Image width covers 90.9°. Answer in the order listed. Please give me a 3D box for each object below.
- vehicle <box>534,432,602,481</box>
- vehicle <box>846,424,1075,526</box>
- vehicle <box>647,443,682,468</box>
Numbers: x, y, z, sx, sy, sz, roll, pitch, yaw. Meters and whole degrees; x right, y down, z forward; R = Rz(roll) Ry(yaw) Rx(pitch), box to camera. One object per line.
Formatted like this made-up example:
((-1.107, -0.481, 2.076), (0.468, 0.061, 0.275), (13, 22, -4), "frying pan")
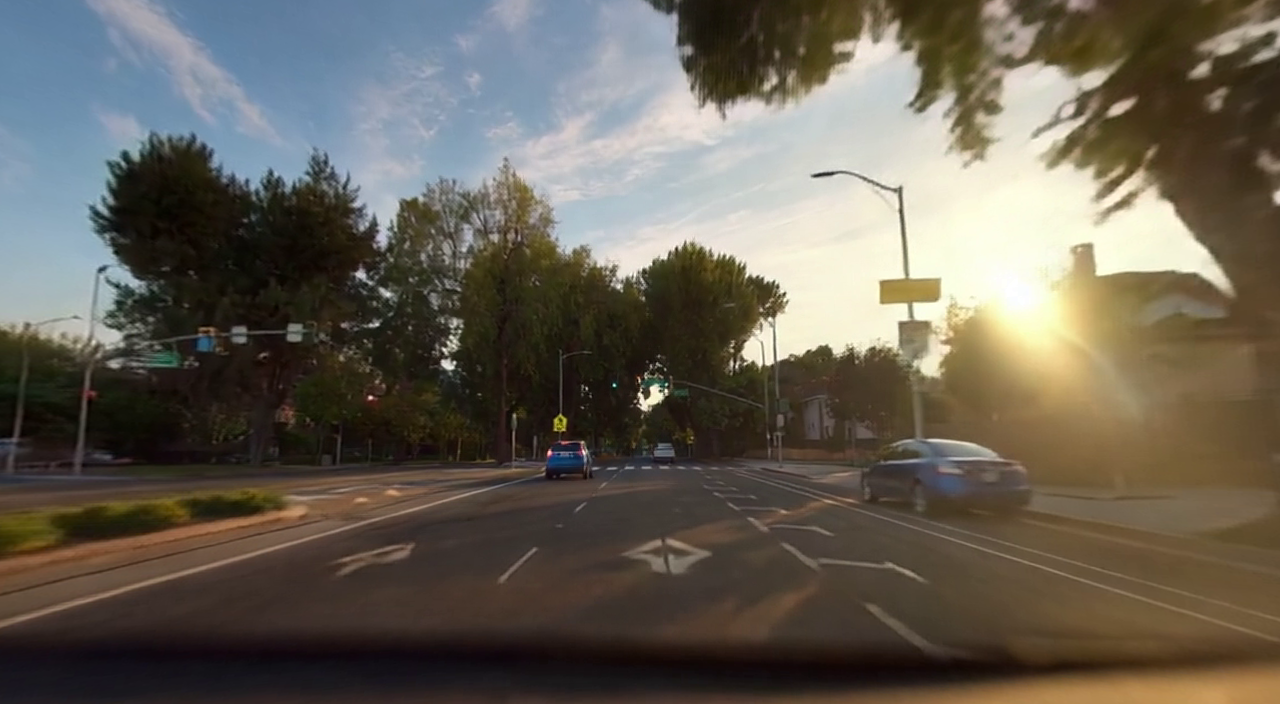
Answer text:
((-2.846, 4.258, 26.002), (2.150, 1.812, 4.423), (0, -8, 1), "vehicle")
((6.188, 2.419, 13.078), (2.038, 1.687, 4.985), (0, -8, -1), "vehicle")
((1.499, 6.596, 40.267), (2.075, 1.480, 3.920), (0, -8, -1), "vehicle")
